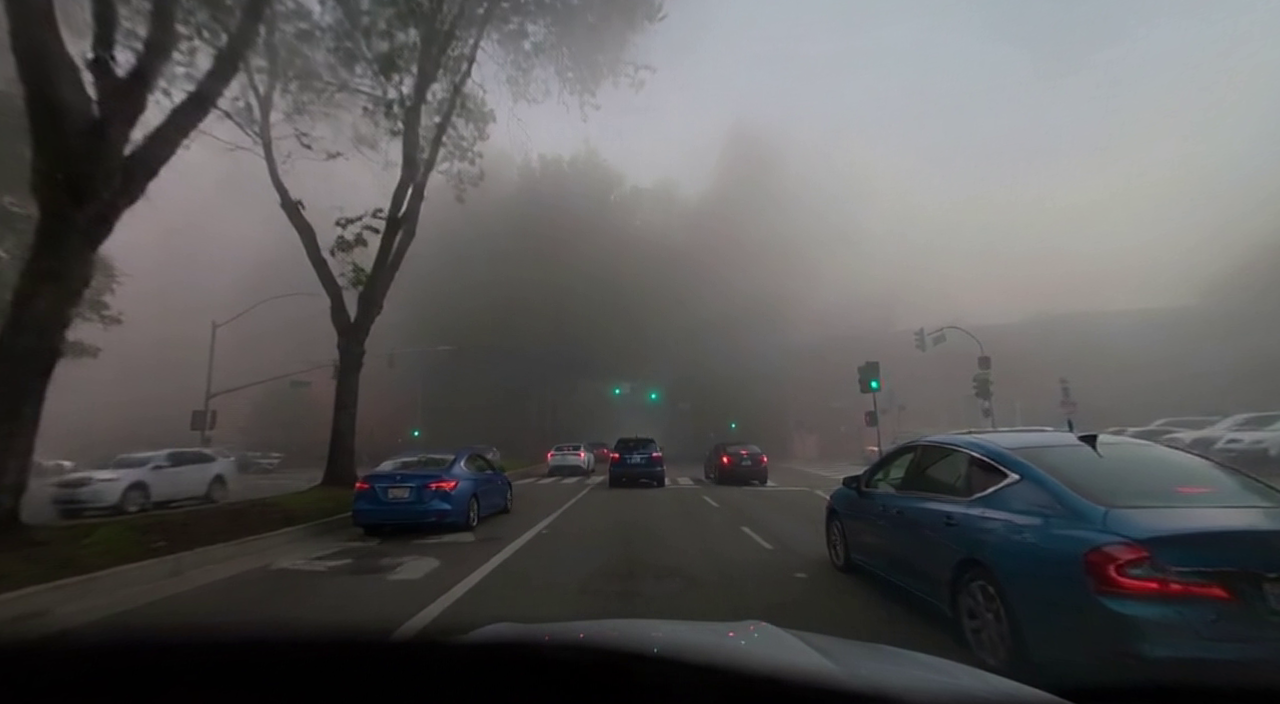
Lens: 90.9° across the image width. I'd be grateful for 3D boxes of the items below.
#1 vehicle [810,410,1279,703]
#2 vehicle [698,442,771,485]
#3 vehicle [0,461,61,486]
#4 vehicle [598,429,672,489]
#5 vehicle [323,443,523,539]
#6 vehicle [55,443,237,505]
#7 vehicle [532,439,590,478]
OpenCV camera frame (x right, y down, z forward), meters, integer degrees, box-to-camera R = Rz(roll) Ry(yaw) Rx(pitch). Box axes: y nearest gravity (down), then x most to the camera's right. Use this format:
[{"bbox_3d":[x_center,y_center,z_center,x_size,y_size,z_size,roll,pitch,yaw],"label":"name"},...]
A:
[{"bbox_3d":[3.003,1.308,4.961,2.052,1.475,4.540,0,-8,0],"label":"vehicle"},{"bbox_3d":[3.492,4.189,24.151,2.058,1.472,4.317,0,-8,-1],"label":"vehicle"},{"bbox_3d":[-40.512,7.909,41.159,4.552,1.492,1.882,-3,-8,19],"label":"vehicle"},{"bbox_3d":[-0.163,3.746,22.462,2.361,1.898,4.465,0,-8,0],"label":"vehicle"},{"bbox_3d":[-3.529,2.314,11.173,2.115,1.369,3.908,0,-8,0],"label":"vehicle"},{"bbox_3d":[-16.189,3.980,21.103,2.205,1.795,4.757,0,-8,0],"label":"vehicle"},{"bbox_3d":[-3.570,4.863,29.099,2.130,1.645,3.995,0,-8,0],"label":"vehicle"}]
